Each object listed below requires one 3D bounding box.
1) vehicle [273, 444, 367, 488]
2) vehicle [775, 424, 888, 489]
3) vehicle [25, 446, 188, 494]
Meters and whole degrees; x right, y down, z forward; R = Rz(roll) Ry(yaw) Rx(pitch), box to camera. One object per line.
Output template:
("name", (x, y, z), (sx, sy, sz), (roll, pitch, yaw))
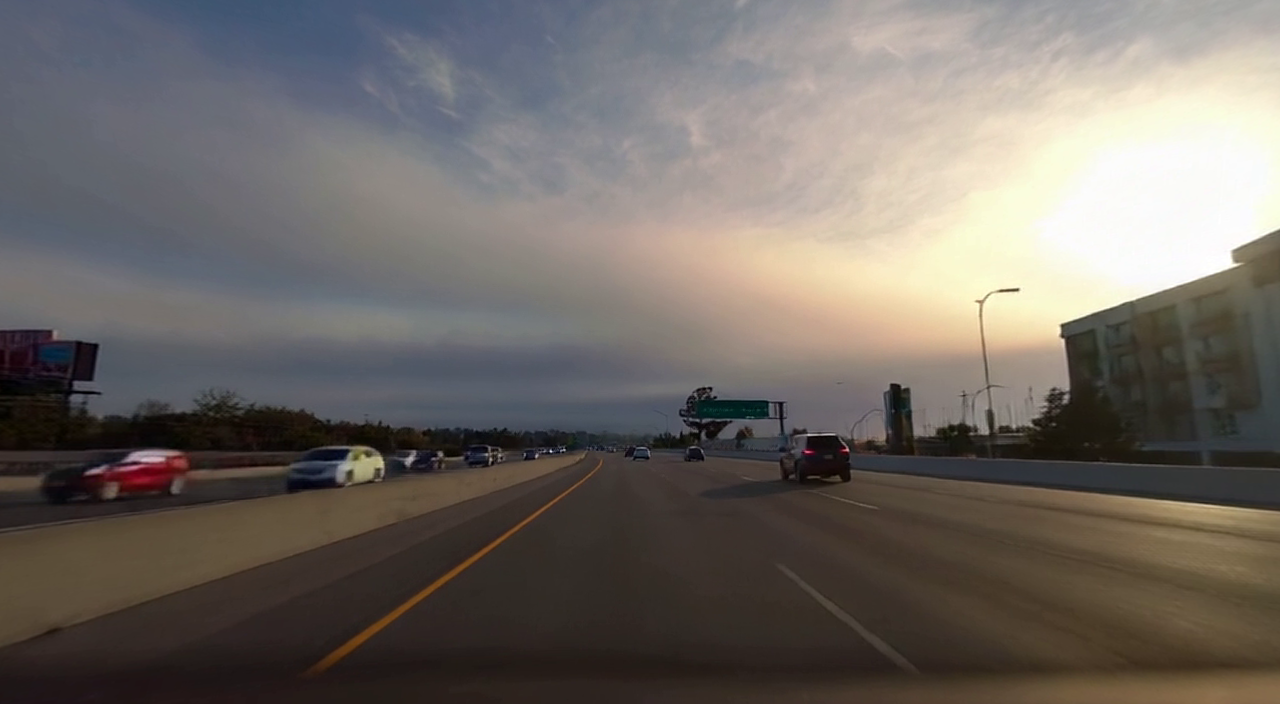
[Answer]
("vehicle", (-13.271, 4.700, 26.460), (1.828, 1.562, 4.063), (-2, -8, 0))
("vehicle", (6.446, 3.589, 22.011), (2.181, 1.952, 4.973), (0, -9, -2))
("vehicle", (-20.512, 4.530, 24.677), (2.089, 1.643, 4.979), (0, -9, -1))
